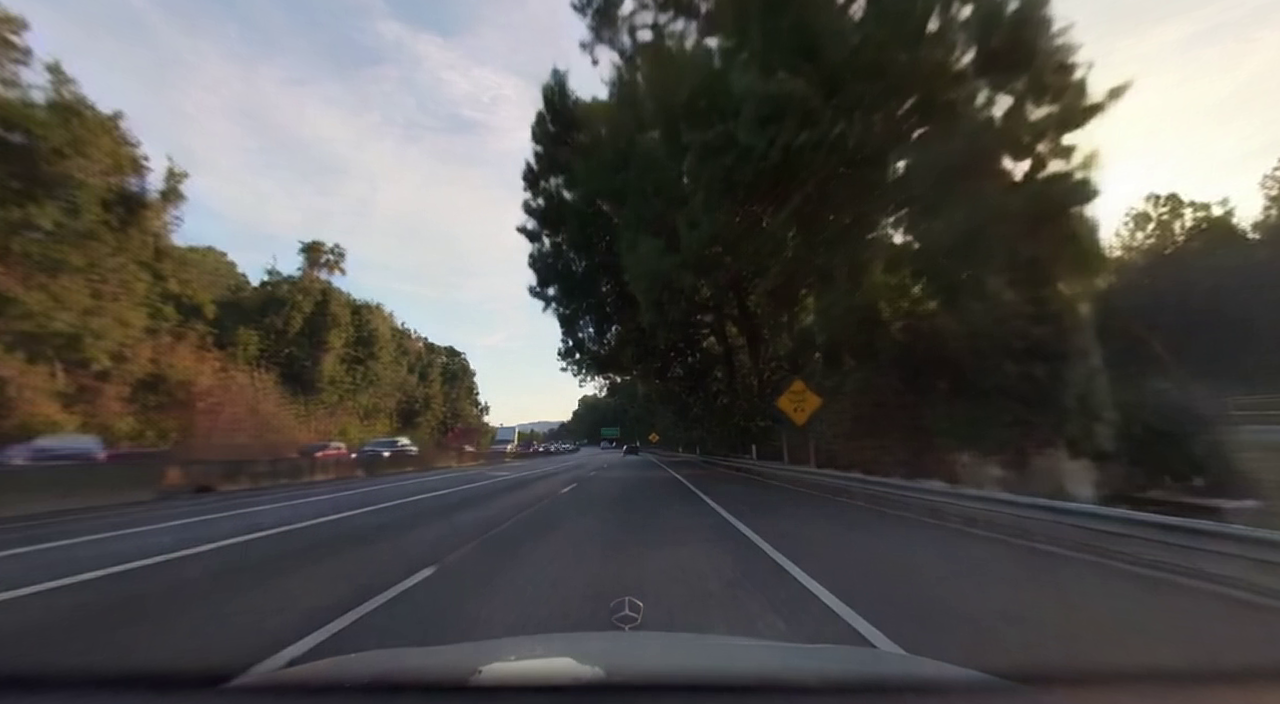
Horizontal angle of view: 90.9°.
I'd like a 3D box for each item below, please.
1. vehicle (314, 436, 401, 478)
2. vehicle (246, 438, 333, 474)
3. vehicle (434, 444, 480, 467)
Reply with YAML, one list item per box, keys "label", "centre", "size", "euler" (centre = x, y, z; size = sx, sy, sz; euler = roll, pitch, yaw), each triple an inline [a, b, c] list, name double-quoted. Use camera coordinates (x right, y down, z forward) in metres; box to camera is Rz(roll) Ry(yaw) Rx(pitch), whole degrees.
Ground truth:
- label: "vehicle"
  centre: [-12.424, 4.648, 28.016]
  size: [1.869, 1.684, 4.115]
  euler: [0, -9, 1]
- label: "vehicle"
  centre: [-17.921, 5.349, 32.492]
  size: [2.011, 1.738, 4.256]
  euler: [0, -9, 0]
- label: "vehicle"
  centre: [-12.529, 7.105, 43.309]
  size: [1.887, 1.507, 4.030]
  euler: [0, -9, 1]
